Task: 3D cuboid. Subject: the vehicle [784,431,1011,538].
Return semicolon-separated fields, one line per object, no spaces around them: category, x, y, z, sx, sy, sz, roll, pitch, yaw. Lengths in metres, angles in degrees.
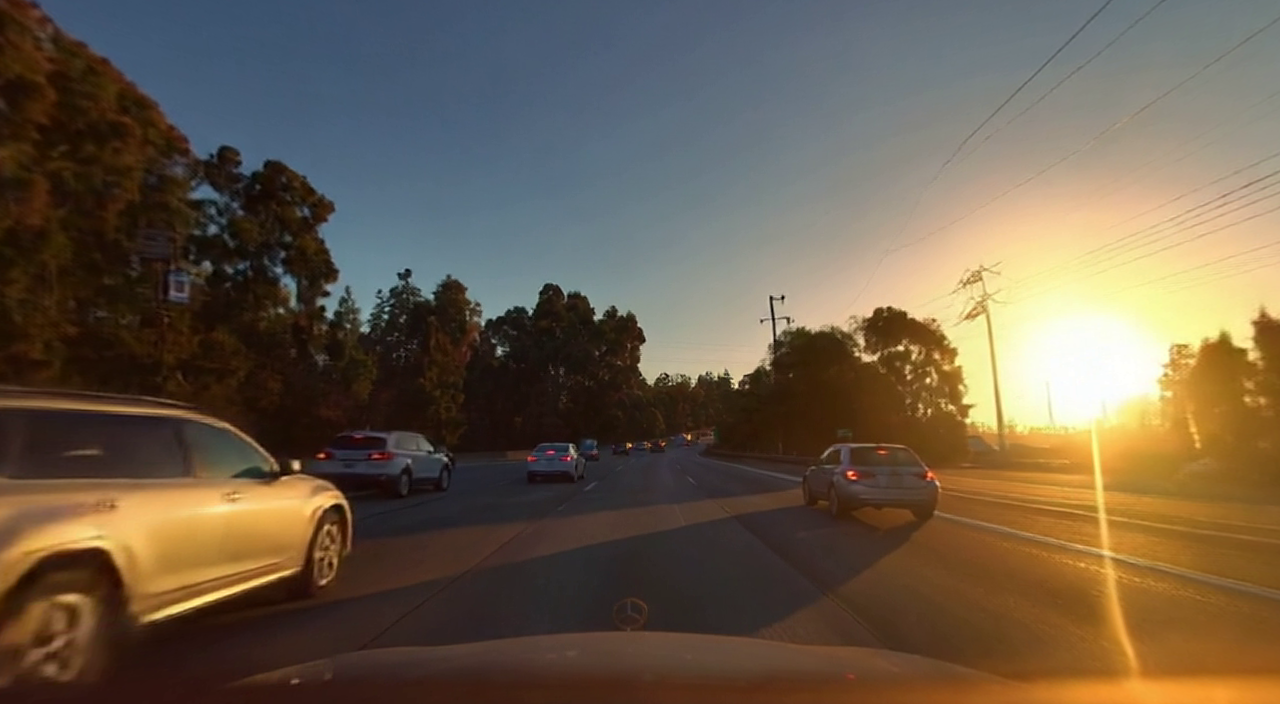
vehicle;4.145;2.206;11.206;2.022;1.472;4.678;0;-8;0

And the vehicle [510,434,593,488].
vehicle;-2.971;3.773;22.198;2.133;1.668;4.505;0;-8;2

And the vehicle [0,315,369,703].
vehicle;-3.396;0.869;3.013;2.133;1.775;4.530;0;-8;1
